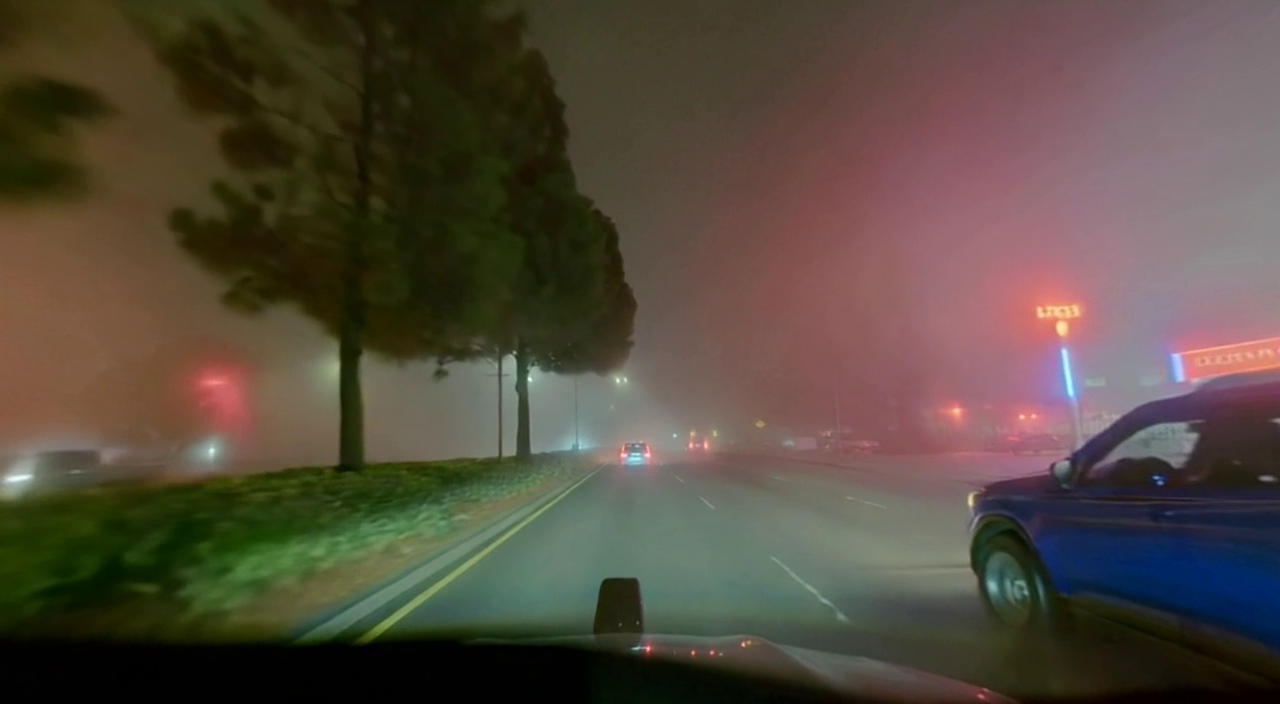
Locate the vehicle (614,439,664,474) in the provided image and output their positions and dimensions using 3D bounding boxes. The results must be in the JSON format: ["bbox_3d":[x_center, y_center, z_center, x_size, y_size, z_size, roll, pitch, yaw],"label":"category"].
[{"bbox_3d":[-0.083,4.827,29.315,2.126,1.475,3.967,0,-8,-1],"label":"vehicle"}]

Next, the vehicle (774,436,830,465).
[{"bbox_3d":[10.094,6.204,39.872,2.079,1.716,4.771,0,-8,-2],"label":"vehicle"}]

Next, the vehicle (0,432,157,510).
[{"bbox_3d":[-17.037,3.299,17.949,2.195,1.911,5.549,0,-8,0],"label":"vehicle"}]

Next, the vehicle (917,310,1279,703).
[{"bbox_3d":[3.200,0.781,2.583,2.110,1.698,4.397,0,-8,0],"label":"vehicle"}]
